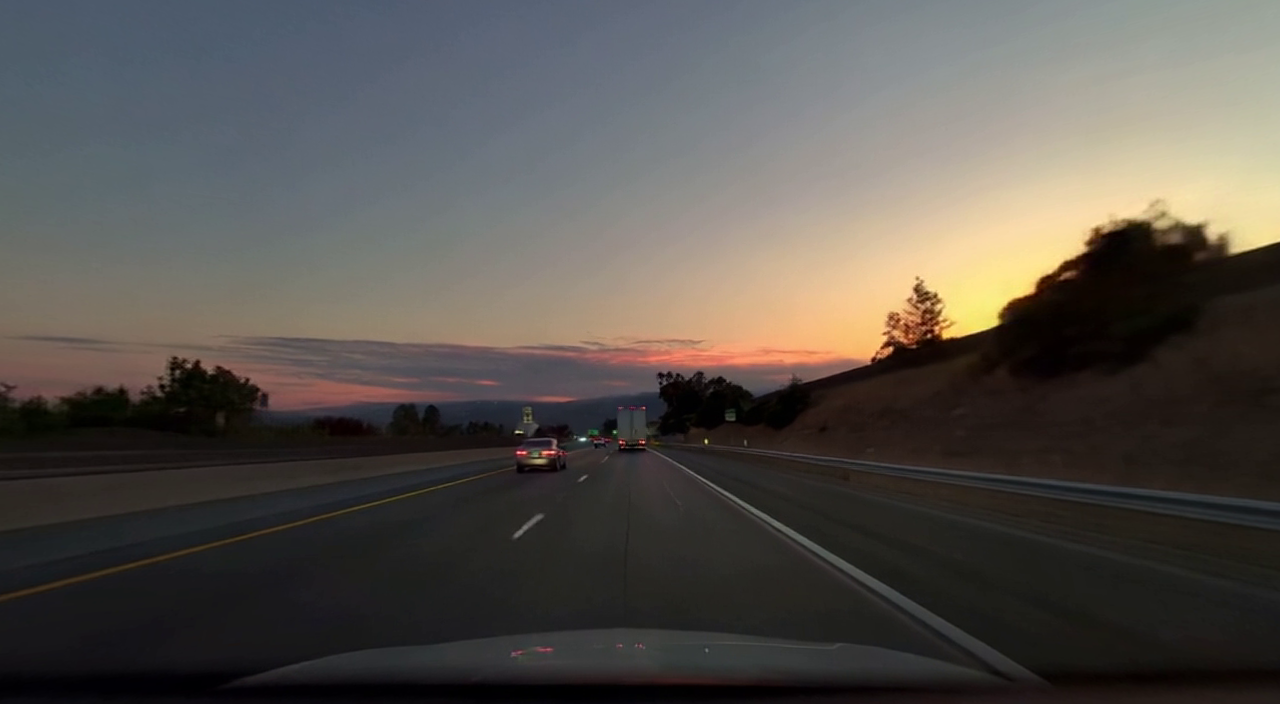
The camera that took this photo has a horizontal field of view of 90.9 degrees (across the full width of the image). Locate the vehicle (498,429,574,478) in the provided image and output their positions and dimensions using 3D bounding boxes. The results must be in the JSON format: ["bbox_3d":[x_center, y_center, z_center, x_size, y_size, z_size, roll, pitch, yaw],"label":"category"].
[{"bbox_3d":[-3.802,3.763,23.847,2.123,1.655,4.688,0,-8,-1],"label":"vehicle"}]
